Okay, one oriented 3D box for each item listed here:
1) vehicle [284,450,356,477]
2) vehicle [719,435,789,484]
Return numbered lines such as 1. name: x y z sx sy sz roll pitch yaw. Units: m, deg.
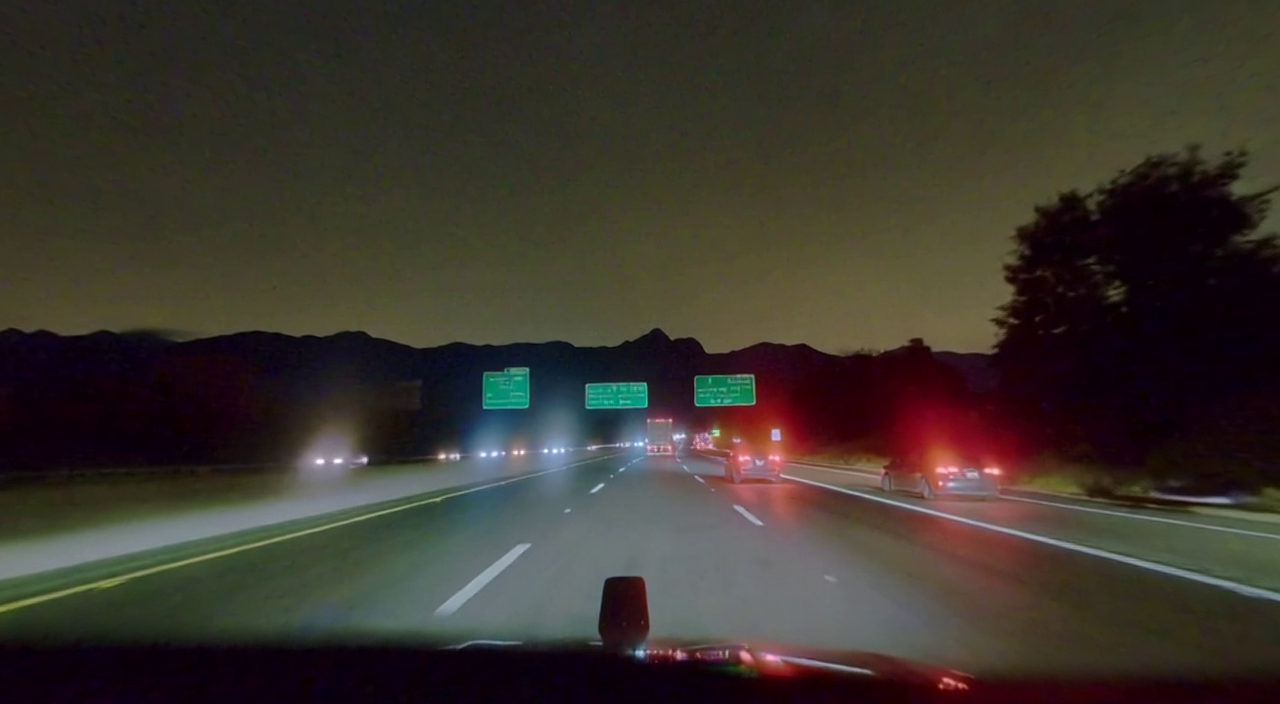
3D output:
1. vehicle: -19.301 6.713 38.262 1.884 1.455 4.553 -1 -8 2
2. vehicle: 4.143 3.962 23.500 1.880 1.624 3.941 0 -8 0
